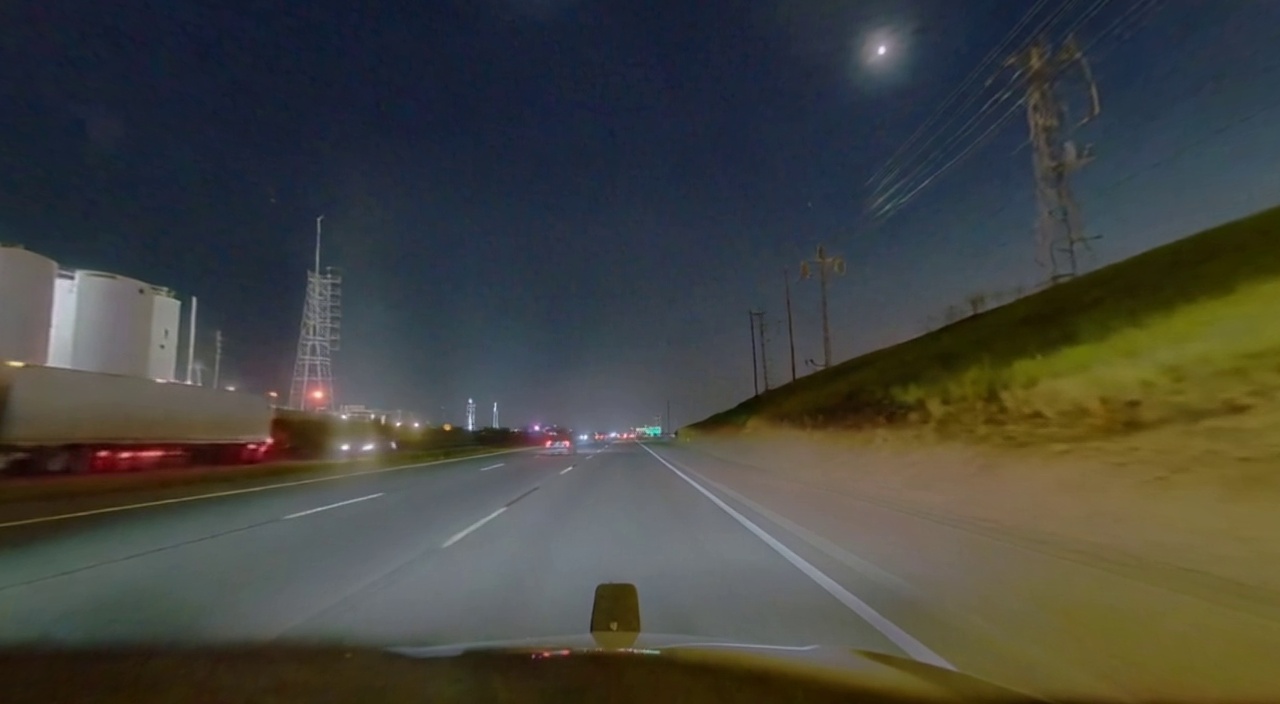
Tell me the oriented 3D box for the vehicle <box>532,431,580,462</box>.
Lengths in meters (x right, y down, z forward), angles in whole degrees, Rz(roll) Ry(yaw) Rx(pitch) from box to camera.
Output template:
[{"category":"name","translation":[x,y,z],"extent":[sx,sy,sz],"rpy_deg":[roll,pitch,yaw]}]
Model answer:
[{"category":"vehicle","translation":[-4.166,4.767,31.944],"extent":[1.952,1.462,3.969],"rpy_deg":[0,-8,-1]}]

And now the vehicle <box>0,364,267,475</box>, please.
[{"category":"vehicle","translation":[-23.563,3.392,30.278],"extent":[2.877,4.090,14.040],"rpy_deg":[0,-8,-1]}]

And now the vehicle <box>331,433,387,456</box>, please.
[{"category":"vehicle","translation":[-19.357,6.387,43.612],"extent":[1.854,1.492,4.445],"rpy_deg":[0,-8,-1]}]

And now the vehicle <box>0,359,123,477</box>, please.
[{"category":"vehicle","translation":[-23.441,2.537,23.592],"extent":[2.974,4.004,5.936],"rpy_deg":[0,-8,-1]}]
